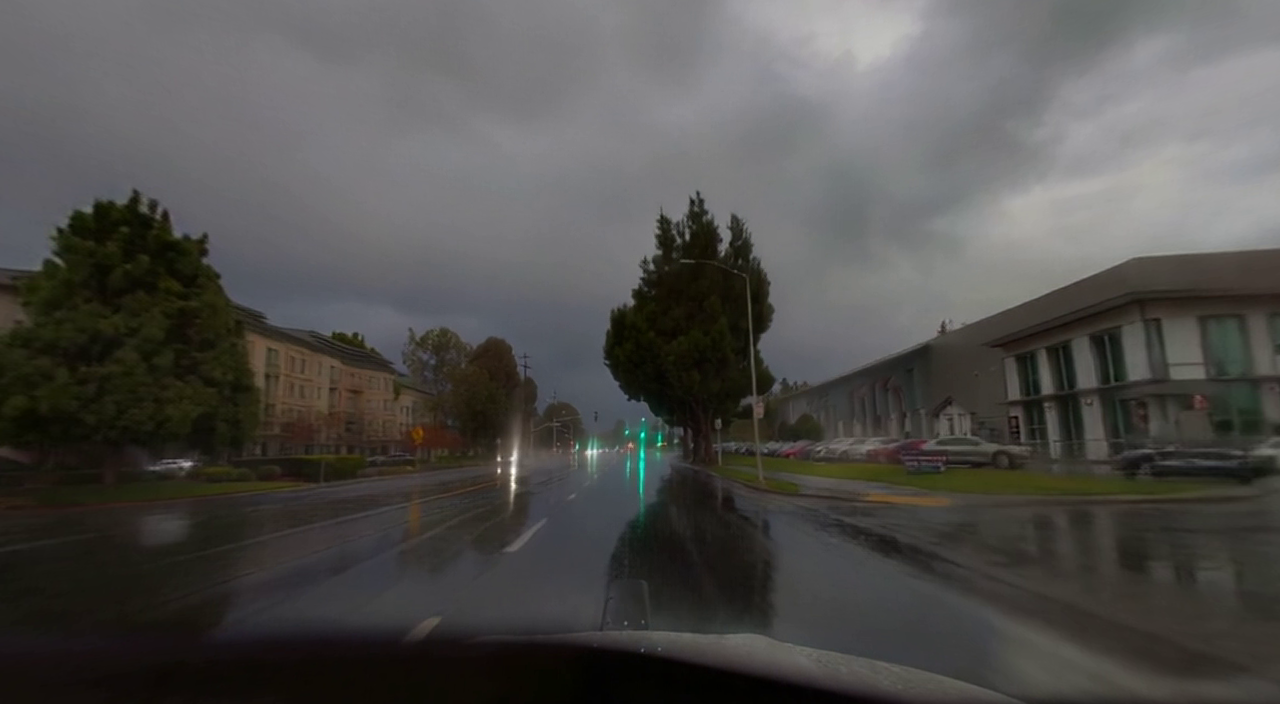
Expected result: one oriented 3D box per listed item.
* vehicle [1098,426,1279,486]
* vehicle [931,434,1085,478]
[{"bbox_3d":[18.482,3.479,21.362,1.991,1.682,4.877,-2,-8,-4],"label":"vehicle"},{"bbox_3d":[14.403,4.076,24.847,4.854,1.649,1.886,0,-9,-2],"label":"vehicle"}]
